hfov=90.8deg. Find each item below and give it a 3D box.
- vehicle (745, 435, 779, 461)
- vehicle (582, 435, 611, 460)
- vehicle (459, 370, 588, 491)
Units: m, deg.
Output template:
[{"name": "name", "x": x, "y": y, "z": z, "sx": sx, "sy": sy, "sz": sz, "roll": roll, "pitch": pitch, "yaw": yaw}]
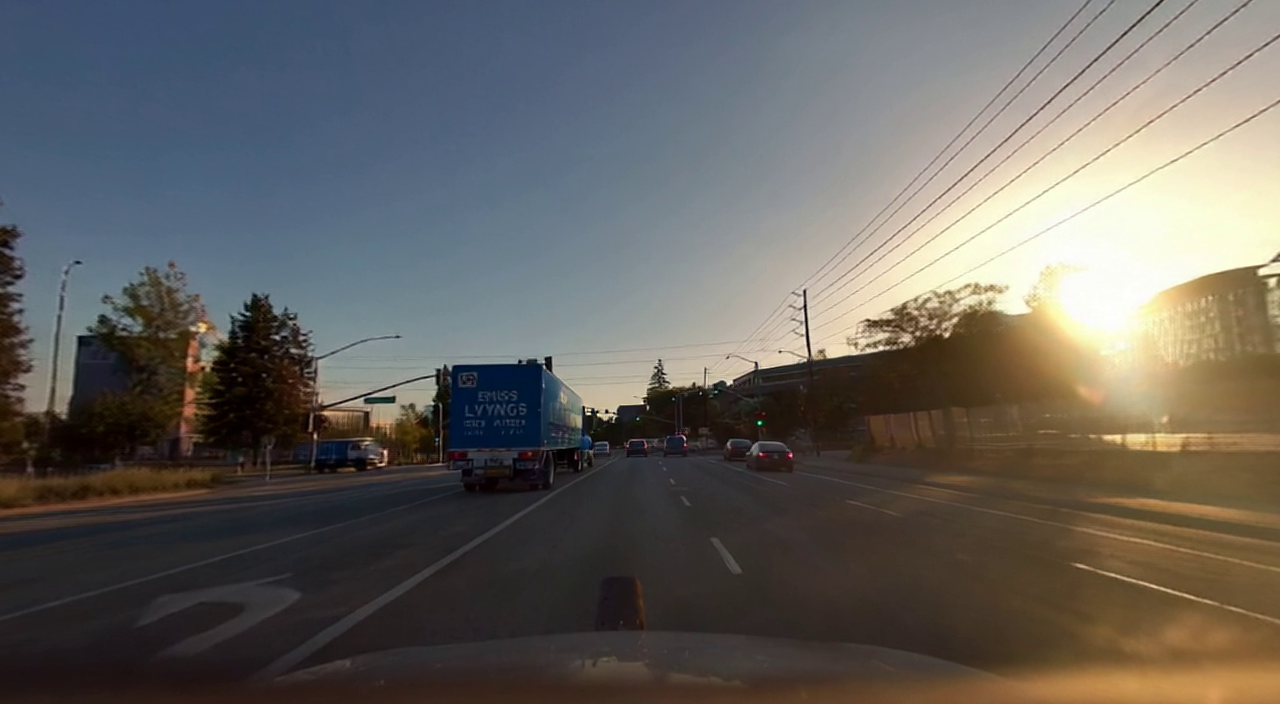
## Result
[{"name": "vehicle", "x": 8.277, "y": 6.505, "z": 42.824, "sx": 2.102, "sy": 1.662, "sz": 4.533, "roll": -2, "pitch": -9, "yaw": 11}, {"name": "vehicle", "x": -3.340, "y": 7.470, "z": 49.291, "sx": 1.994, "sy": 1.806, "sz": 4.564, "roll": 0, "pitch": -8, "yaw": 0}, {"name": "vehicle", "x": -3.586, "y": 2.798, "z": 21.854, "sx": 2.889, "sy": 3.347, "sz": 8.285, "roll": 0, "pitch": -8, "yaw": 0}]
